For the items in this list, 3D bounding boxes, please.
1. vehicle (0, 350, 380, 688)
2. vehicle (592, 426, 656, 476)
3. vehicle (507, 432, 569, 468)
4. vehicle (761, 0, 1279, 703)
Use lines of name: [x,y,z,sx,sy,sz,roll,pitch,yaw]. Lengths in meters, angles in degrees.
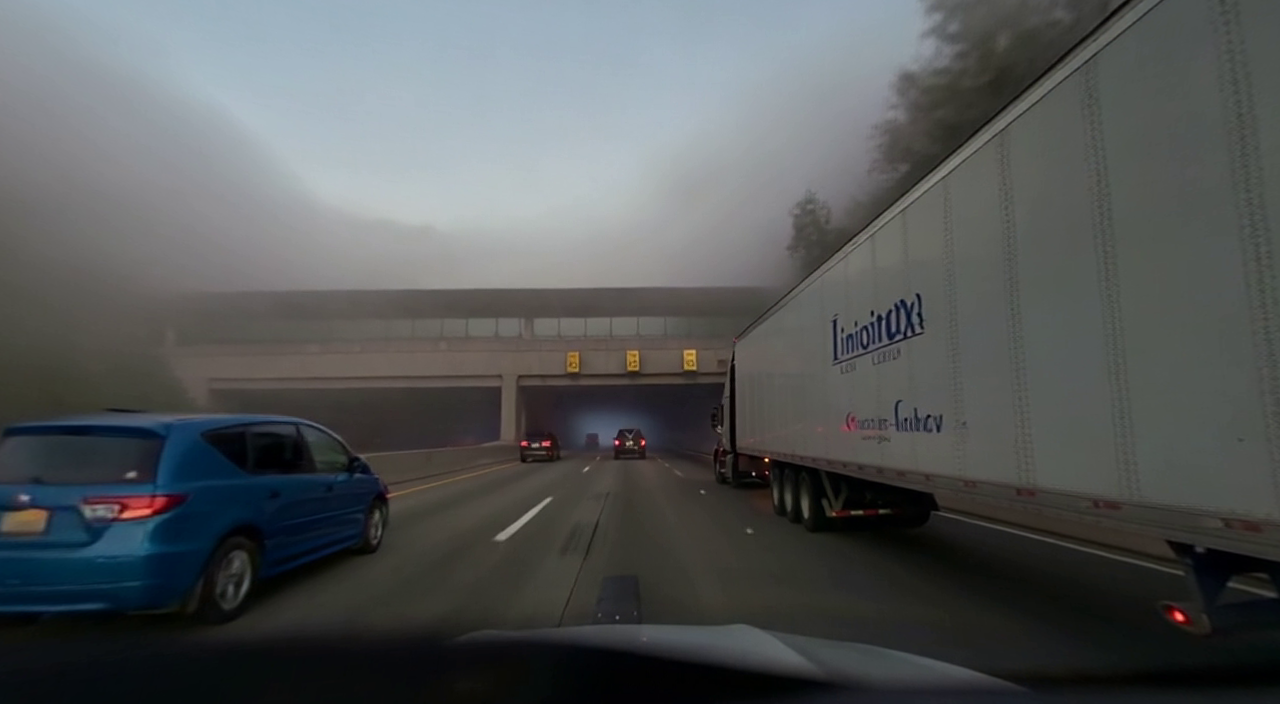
vehicle: [-3.452,1.021,4.655,1.826,1.695,2.870,0,-8,-1]
vehicle: [-0.539,3.466,22.303,2.094,1.600,3.666,0,-8,-1]
vehicle: [-4.353,4.257,27.689,2.019,1.435,4.317,0,-8,0]
vehicle: [3.998,0.023,5.529,2.842,4.108,14.081,0,-8,-1]
